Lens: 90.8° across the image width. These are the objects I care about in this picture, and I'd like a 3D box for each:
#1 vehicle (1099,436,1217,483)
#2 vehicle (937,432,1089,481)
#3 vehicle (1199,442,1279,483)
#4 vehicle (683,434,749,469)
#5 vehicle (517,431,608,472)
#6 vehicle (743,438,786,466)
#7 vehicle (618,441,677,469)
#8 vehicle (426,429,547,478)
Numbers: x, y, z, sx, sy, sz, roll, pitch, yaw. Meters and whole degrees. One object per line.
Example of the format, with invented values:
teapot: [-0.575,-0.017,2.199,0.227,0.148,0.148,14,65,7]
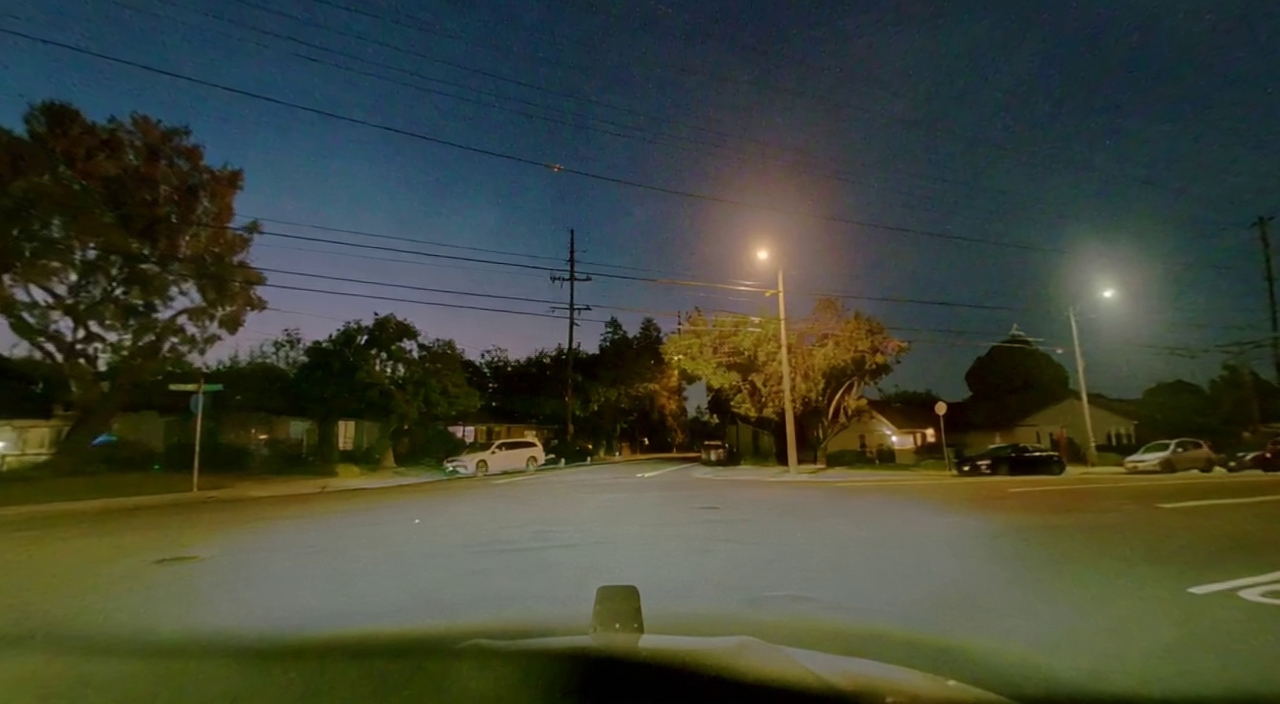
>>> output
vehicle: [22.182,4.558,27.047,4.414,1.837,1.937,3,-9,-23]
vehicle: [13.927,3.973,23.615,5.197,1.431,2.136,7,-13,-22]
vehicle: [29.819,5.262,30.406,5.499,1.837,2.089,4,-9,-24]
vehicle: [3.858,4.935,31.501,1.981,1.579,4.446,-4,-9,24]
vehicle: [-3.936,5.212,33.316,2.283,1.909,5.692,-4,-9,21]
vehicle: [8.250,6.568,41.661,1.989,1.683,3.918,-4,-9,22]
vehicle: [0.614,7.273,44.791,2.287,1.830,5.343,-4,-9,23]
vehicle: [-6.457,4.394,27.514,2.152,1.877,5.701,-4,-9,21]
